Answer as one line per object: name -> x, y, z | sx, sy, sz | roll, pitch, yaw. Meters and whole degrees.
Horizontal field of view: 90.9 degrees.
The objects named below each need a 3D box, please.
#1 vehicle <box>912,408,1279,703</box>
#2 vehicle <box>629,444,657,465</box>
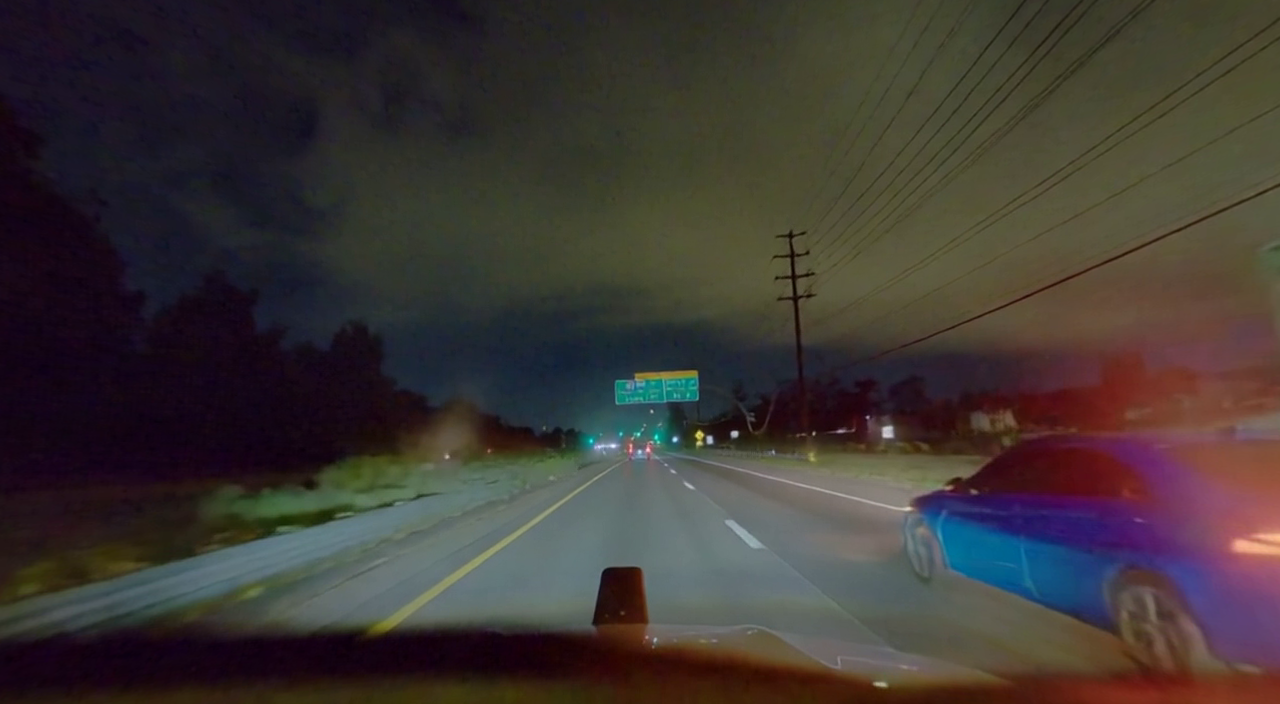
vehicle -> 3.502, 1.134, 3.431 | 2.060, 1.526, 4.387 | 0, -8, 0
vehicle -> 0.215, 7.806, 48.227 | 2.036, 1.474, 3.969 | 0, -8, 0
